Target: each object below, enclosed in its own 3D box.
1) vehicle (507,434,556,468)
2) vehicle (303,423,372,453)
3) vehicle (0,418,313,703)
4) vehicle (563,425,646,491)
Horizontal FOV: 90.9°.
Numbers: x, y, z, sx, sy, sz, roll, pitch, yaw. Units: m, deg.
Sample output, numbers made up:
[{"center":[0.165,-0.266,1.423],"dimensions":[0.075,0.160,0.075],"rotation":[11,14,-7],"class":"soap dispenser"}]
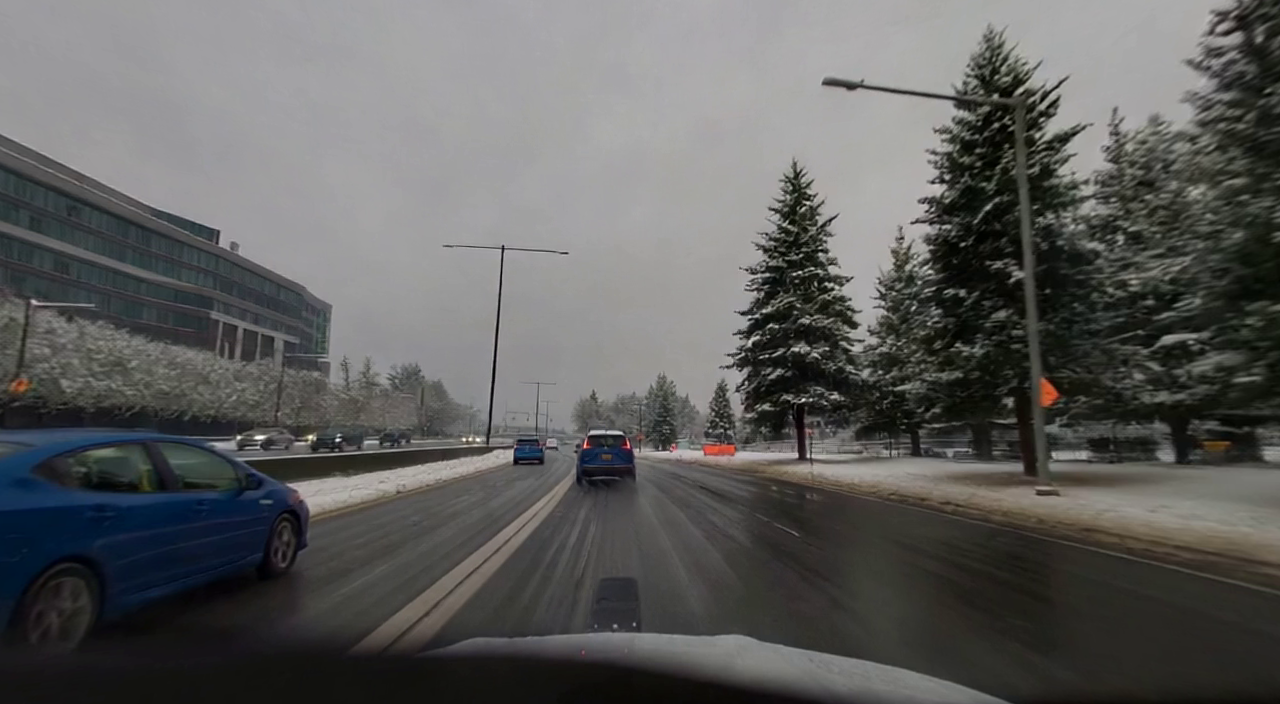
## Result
[{"center":[-5.111,4.679,30.126],"dimensions":[1.888,1.486,4.310],"rotation":[1,-8,-5],"class":"vehicle"},{"center":[-16.554,4.739,34.740],"dimensions":[1.921,1.526,4.318],"rotation":[1,-8,-4],"class":"vehicle"},{"center":[-3.958,1.134,3.817],"dimensions":[1.848,1.406,4.013],"rotation":[0,-8,-1],"class":"vehicle"},{"center":[-0.907,2.690,16.376],"dimensions":[1.913,1.499,3.581],"rotation":[0,-8,-3],"class":"vehicle"}]
